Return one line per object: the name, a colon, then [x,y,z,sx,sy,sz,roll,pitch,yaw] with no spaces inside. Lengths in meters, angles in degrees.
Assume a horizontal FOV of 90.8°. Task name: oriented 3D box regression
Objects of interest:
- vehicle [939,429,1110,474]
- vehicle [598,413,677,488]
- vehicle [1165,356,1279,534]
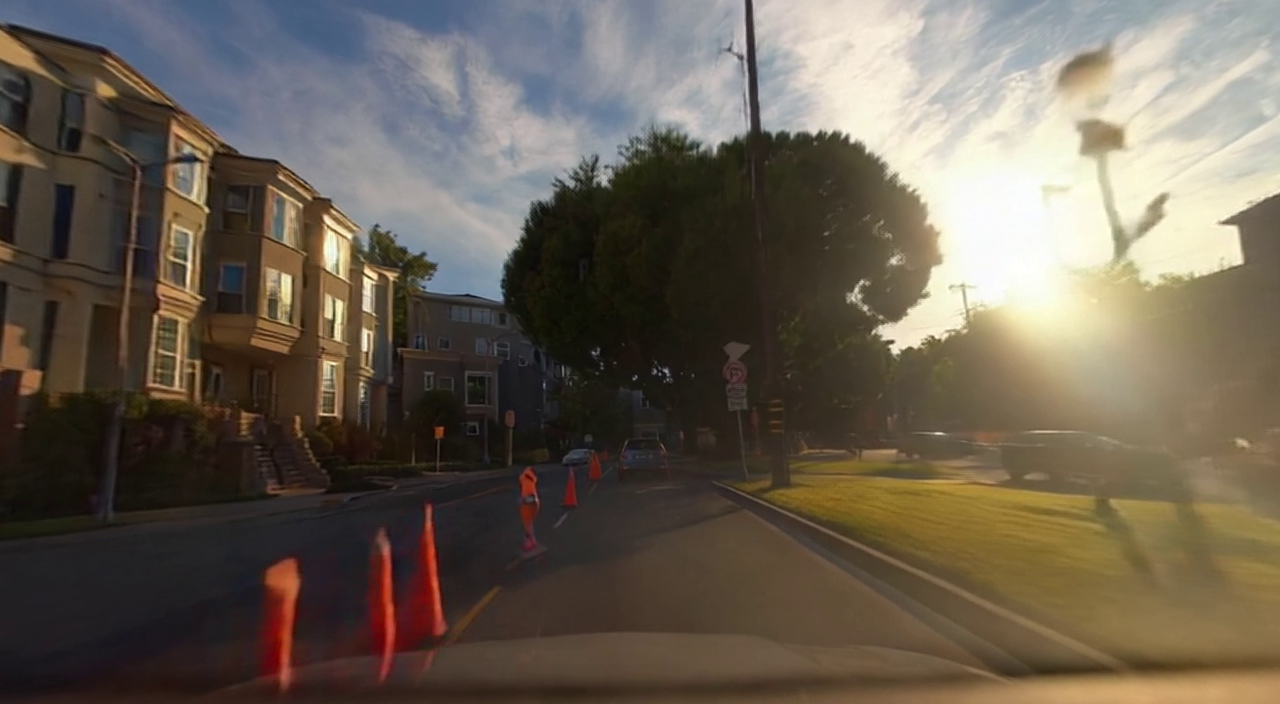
vehicle: [13.117,3.431,21.842,4.567,1.448,1.890,-1,-8,8]
vehicle: [-0.106,3.079,19.903,2.169,2.015,5.206,0,-8,-1]
vehicle: [9.606,0.906,6.548,2.253,2.306,6.753,0,-10,-2]
